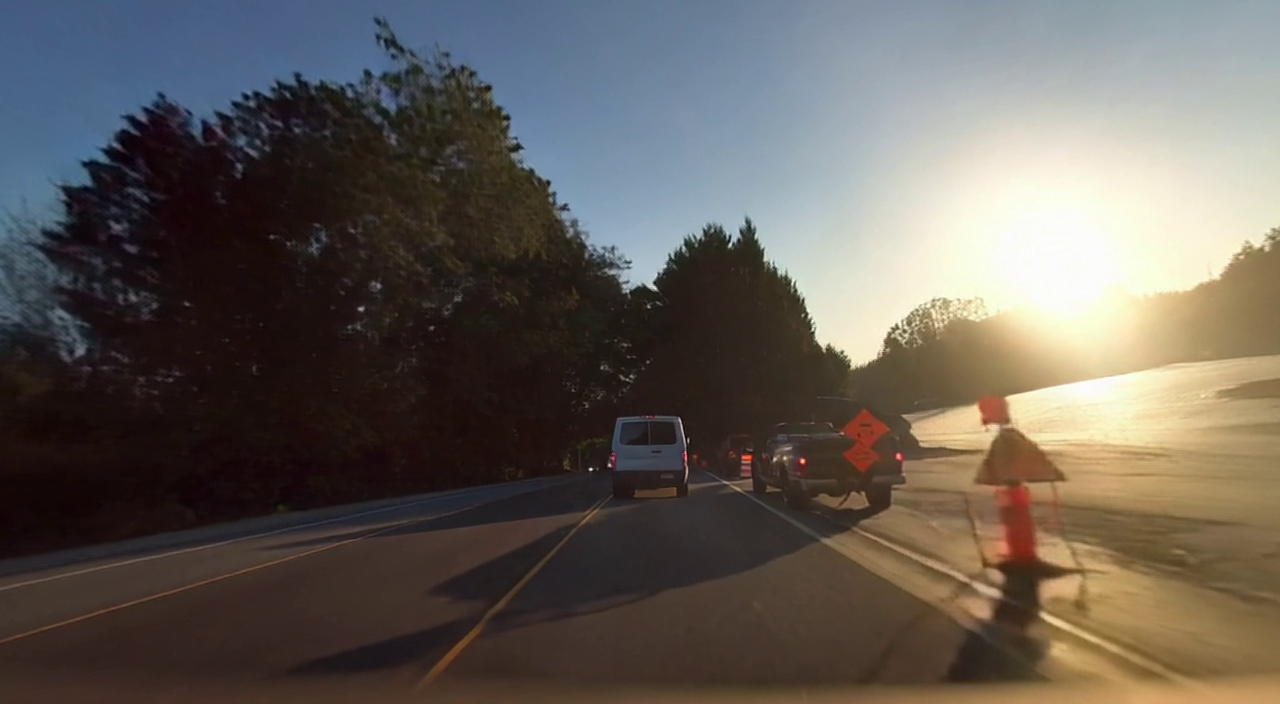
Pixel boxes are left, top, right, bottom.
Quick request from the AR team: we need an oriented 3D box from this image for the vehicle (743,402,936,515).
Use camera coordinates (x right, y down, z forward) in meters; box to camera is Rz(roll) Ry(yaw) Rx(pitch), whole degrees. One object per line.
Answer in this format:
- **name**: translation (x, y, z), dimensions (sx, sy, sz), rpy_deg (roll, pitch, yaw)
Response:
- **vehicle**: translation (4.259, 2.517, 15.440), dimensions (2.833, 2.033, 7.668), rpy_deg (-1, -9, 5)

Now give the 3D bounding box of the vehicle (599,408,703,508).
- **vehicle**: translation (0.459, 2.782, 16.966), dimensions (2.362, 2.247, 4.892), rpy_deg (-1, -9, 5)
